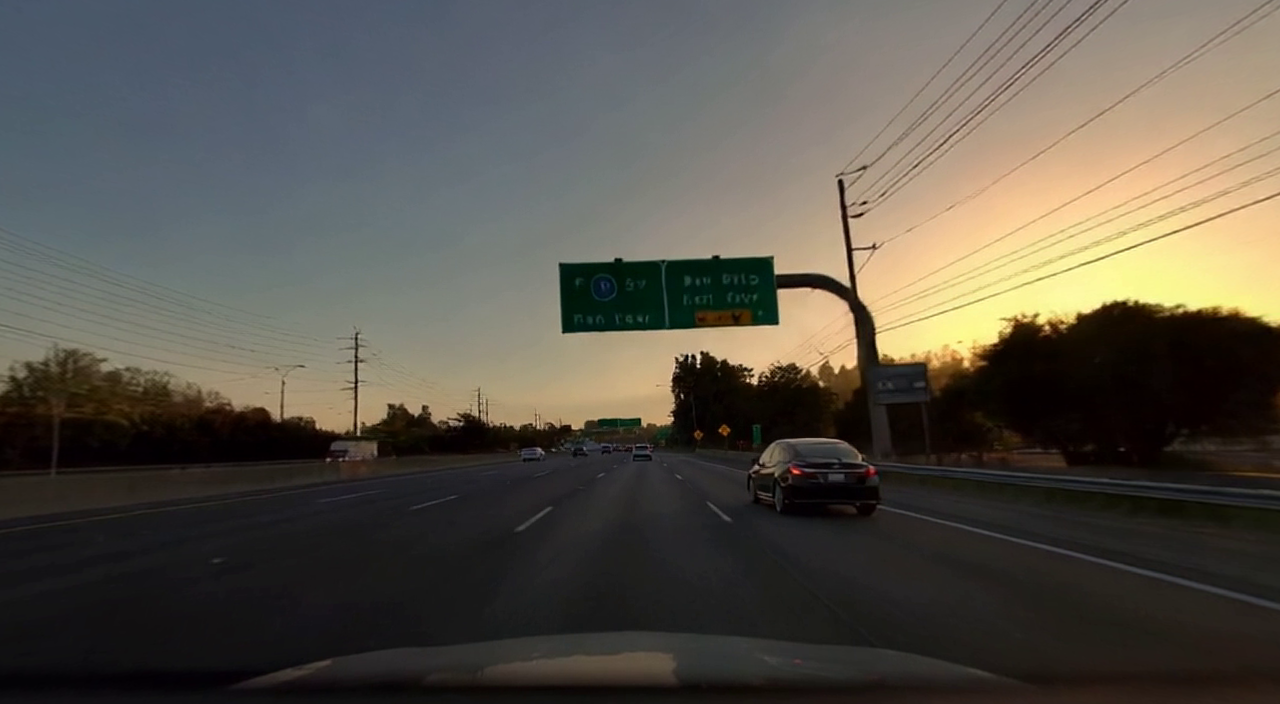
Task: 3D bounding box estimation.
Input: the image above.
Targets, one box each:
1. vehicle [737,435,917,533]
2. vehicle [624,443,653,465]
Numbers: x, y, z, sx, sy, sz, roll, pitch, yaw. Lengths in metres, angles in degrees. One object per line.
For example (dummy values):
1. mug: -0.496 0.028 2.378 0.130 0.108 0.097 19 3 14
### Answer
1. vehicle: 3.307 2.424 12.251 2.060 1.526 4.387 0 -8 -1
2. vehicle: -0.091 7.453 46.224 2.036 1.474 3.969 0 -8 0
